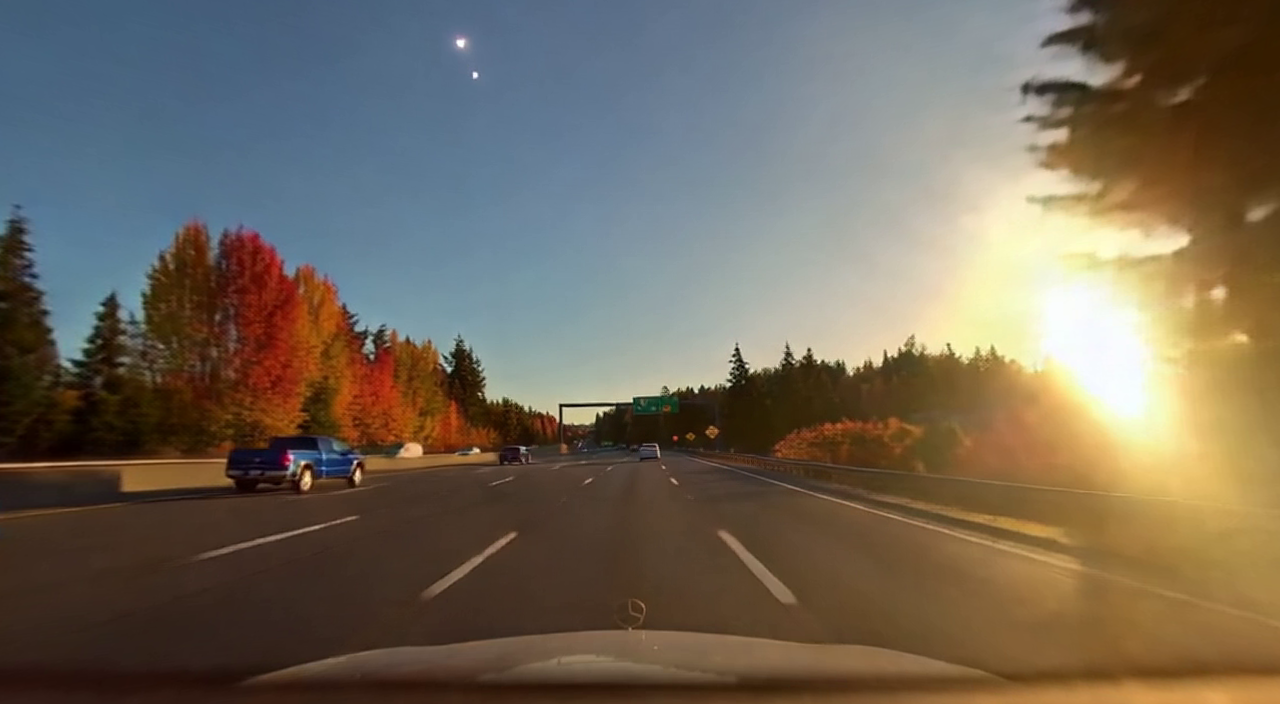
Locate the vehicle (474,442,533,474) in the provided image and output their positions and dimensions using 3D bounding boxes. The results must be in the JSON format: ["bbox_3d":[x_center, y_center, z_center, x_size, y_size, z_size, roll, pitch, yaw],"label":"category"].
[{"bbox_3d":[-6.719,5.239,31.444,1.919,1.499,4.234,0,-8,1],"label":"vehicle"}]

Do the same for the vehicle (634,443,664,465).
[{"bbox_3d":[0.663,7.221,44.942,1.984,1.471,4.202,-1,-8,1],"label":"vehicle"}]

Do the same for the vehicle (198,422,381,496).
[{"bbox_3d":[-10.740,3.332,20.087,2.347,1.984,5.778,-1,-8,2],"label":"vehicle"}]
